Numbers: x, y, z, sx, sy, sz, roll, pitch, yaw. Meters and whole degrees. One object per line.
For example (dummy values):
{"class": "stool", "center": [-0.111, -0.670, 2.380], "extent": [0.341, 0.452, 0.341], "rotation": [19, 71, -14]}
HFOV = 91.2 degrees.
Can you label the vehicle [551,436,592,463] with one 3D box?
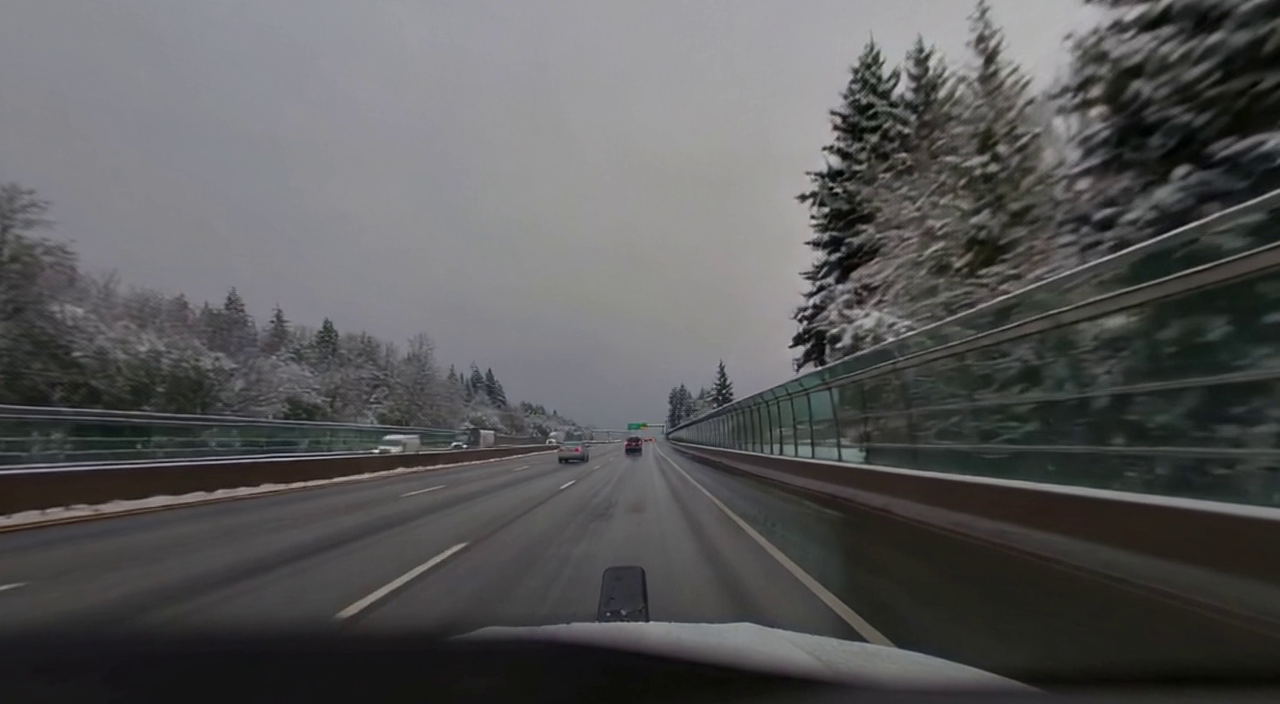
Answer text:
{"class": "vehicle", "center": [-4.216, 6.057, 39.070], "extent": [2.063, 1.598, 4.189], "rotation": [0, -8, 0]}
